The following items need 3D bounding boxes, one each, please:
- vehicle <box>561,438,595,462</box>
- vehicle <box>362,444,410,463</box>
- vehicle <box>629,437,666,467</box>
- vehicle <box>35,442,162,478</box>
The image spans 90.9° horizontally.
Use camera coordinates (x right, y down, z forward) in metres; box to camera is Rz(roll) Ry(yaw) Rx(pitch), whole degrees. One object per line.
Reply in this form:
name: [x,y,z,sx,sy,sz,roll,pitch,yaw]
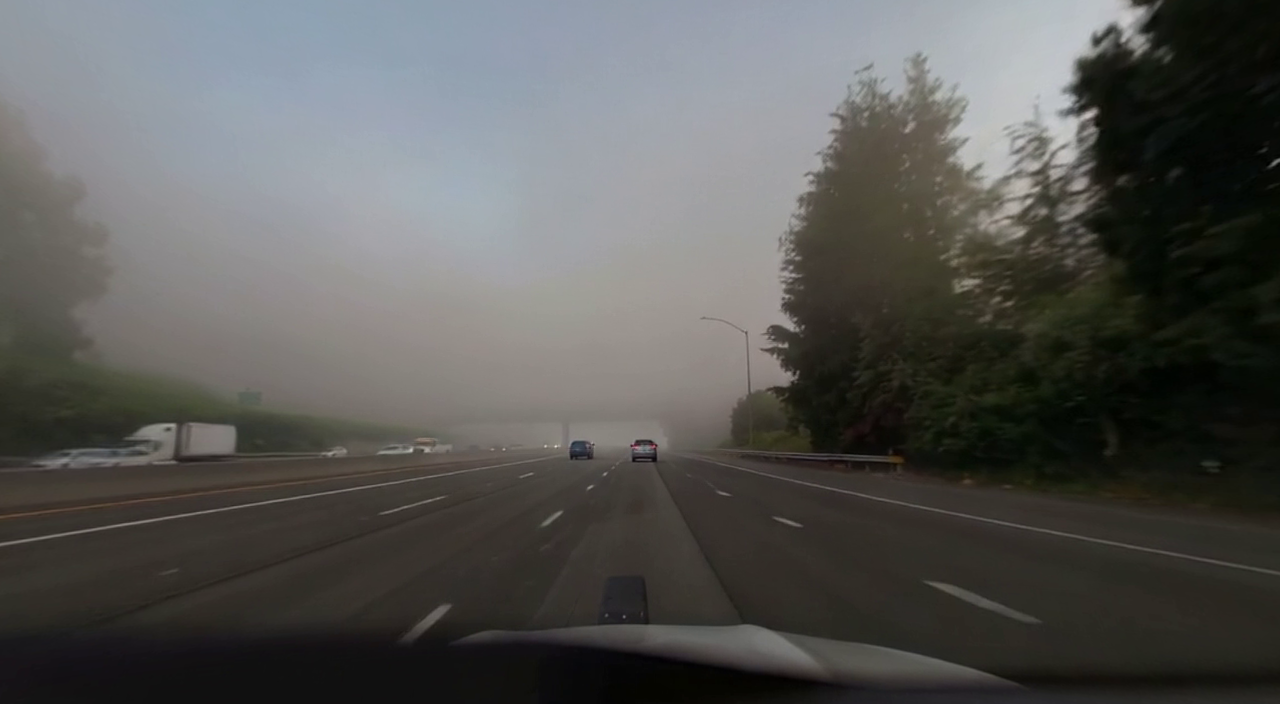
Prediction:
vehicle: [-4.771,7.613,49.204,2.091,1.749,4.271,0,-8,2]
vehicle: [-19.902,7.965,49.594,1.915,1.439,4.467,0,-8,0]
vehicle: [0.437,5.914,37.362,2.010,1.637,4.940,0,-8,1]
vehicle: [-23.543,4.680,27.671,1.814,1.455,4.188,0,-8,0]
